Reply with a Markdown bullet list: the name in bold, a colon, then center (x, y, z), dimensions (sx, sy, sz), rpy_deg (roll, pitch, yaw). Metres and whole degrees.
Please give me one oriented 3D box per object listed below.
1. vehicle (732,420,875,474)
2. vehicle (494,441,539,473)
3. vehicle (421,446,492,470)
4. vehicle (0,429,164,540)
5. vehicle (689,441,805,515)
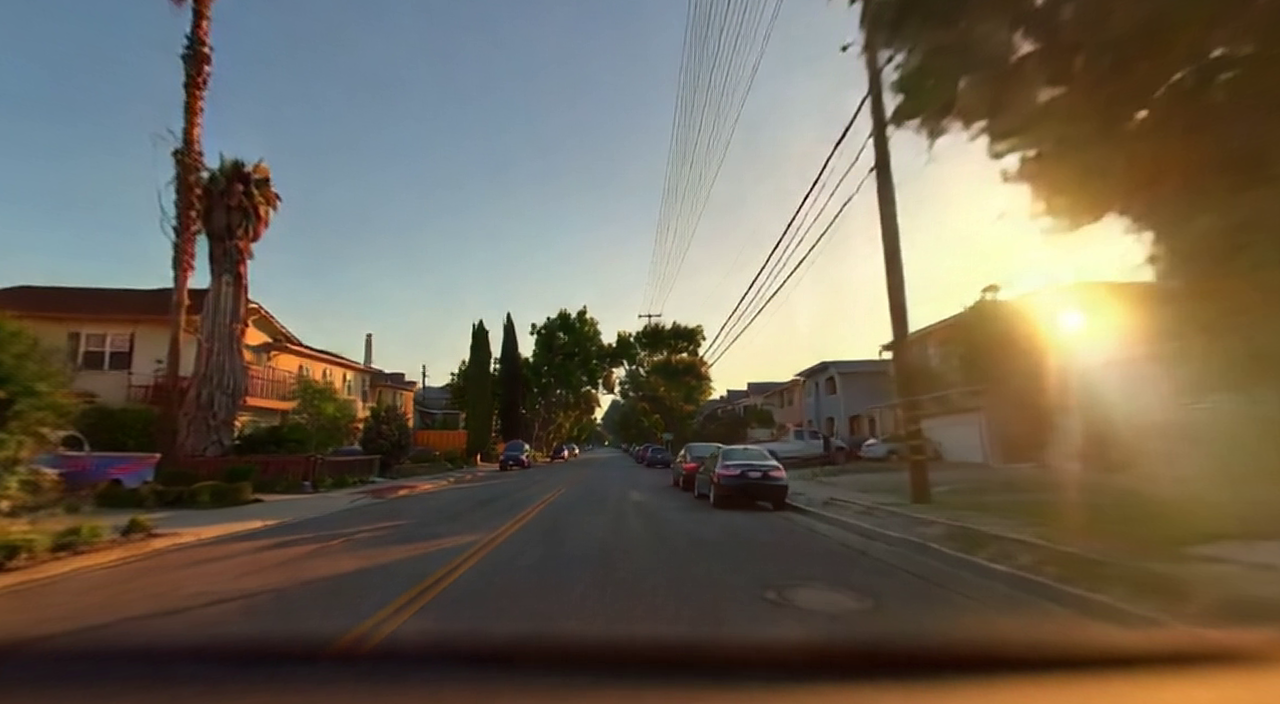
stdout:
- **vehicle**: center (7.410, 4.389, 29.293), dimensions (5.900, 2.328, 2.603), rpy_deg (0, -8, 2)
- **vehicle**: center (-8.194, 7.076, 42.279), dimensions (2.156, 1.932, 4.518), rpy_deg (-2, -11, -1)
- **vehicle**: center (-13.515, 7.838, 46.747), dimensions (4.529, 1.677, 2.204), rpy_deg (0, -8, -2)
- **vehicle**: center (-12.157, 2.450, 12.121), dimensions (4.469, 1.883, 2.044), rpy_deg (-1, -8, 5)
- **vehicle**: center (2.335, 2.859, 14.855), dimensions (1.870, 1.490, 3.802), rpy_deg (0, -8, -3)
